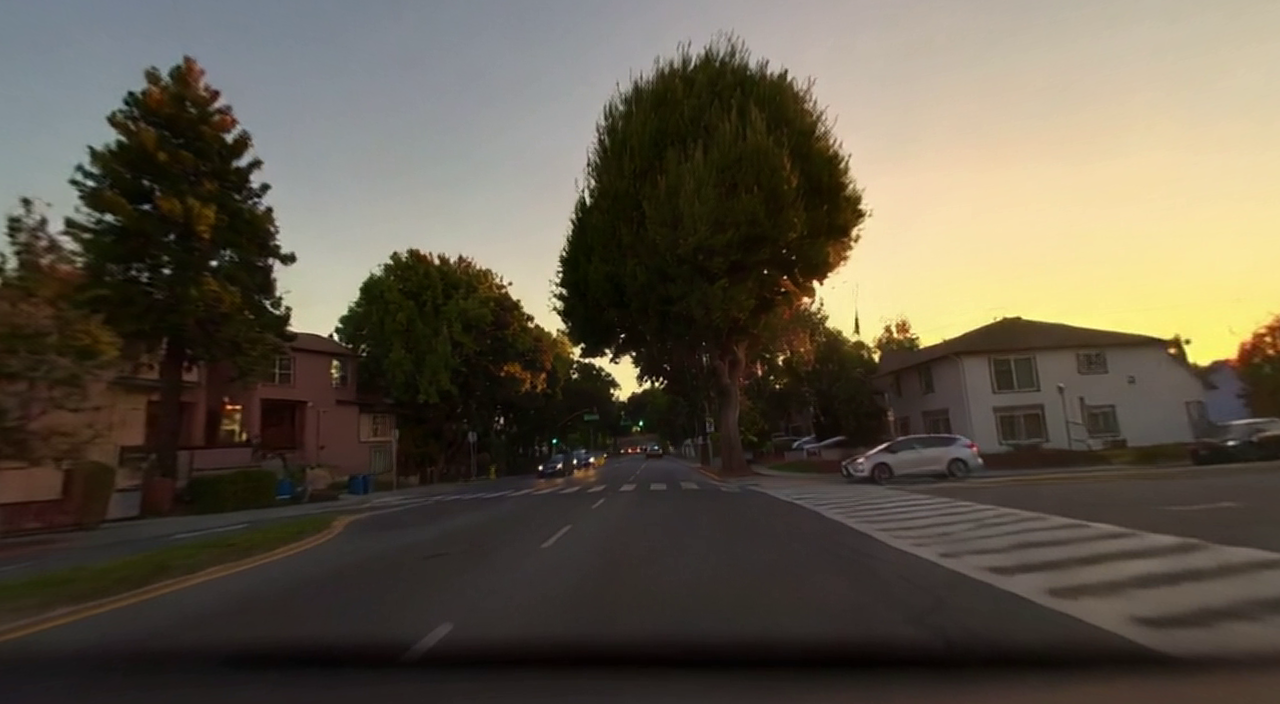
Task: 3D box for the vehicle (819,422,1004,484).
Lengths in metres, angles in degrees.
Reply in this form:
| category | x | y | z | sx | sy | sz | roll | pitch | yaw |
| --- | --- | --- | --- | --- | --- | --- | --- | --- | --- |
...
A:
| category | x | y | z | sx | sy | sz | roll | pitch | yaw |
| --- | --- | --- | --- | --- | --- | --- | --- | --- | --- |
| vehicle | 8.215 | 3.156 | 19.684 | 4.906 | 1.729 | 2.414 | -3 | -10 | 17 |

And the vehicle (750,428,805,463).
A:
| category | x | y | z | sx | sy | sz | roll | pitch | yaw |
| --- | --- | --- | --- | --- | --- | --- | --- | --- | --- |
| vehicle | 9.530 | 6.607 | 44.405 | 2.649 | 2.151 | 6.555 | -2 | -9 | 3 |

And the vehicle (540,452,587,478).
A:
| category | x | y | z | sx | sy | sz | roll | pitch | yaw |
| --- | --- | --- | --- | --- | --- | --- | --- | --- | --- |
| vehicle | -4.608 | 6.882 | 38.789 | 2.078 | 1.467 | 4.376 | -1 | -9 | 4 |
